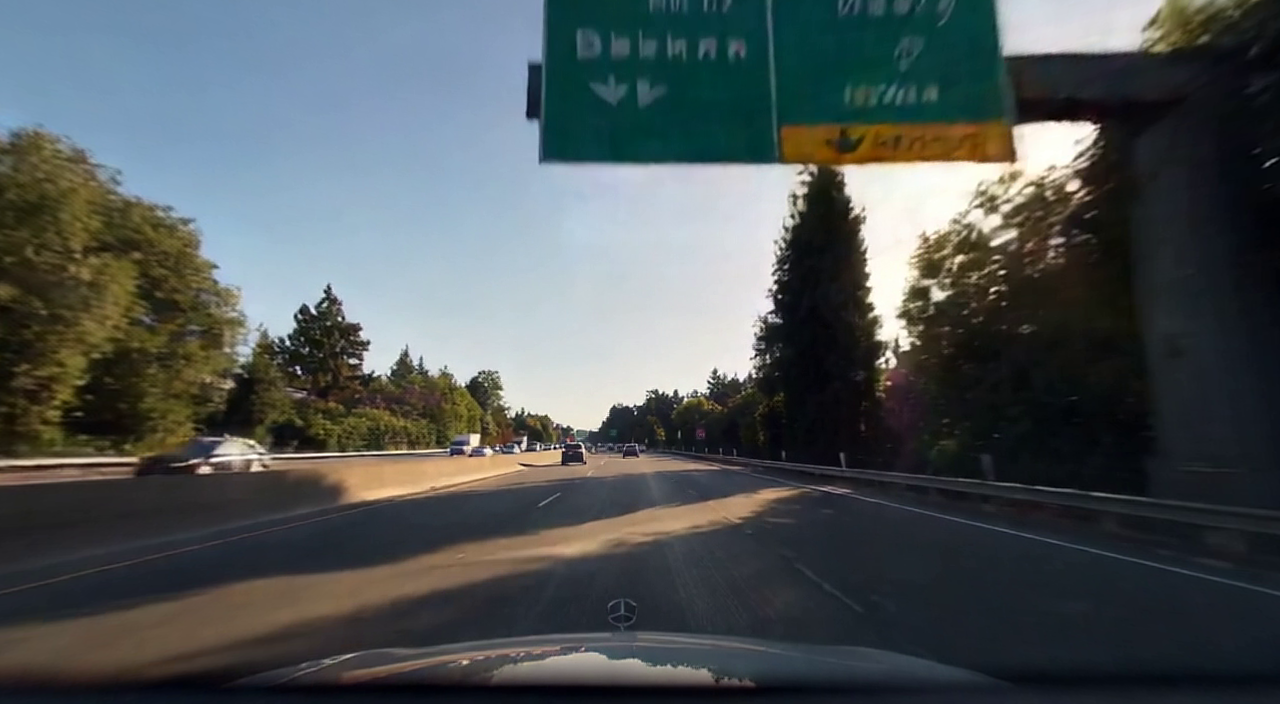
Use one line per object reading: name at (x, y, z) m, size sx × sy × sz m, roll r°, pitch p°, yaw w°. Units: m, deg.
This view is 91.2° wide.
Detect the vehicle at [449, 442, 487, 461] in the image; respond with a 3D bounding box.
vehicle at (-13.580, 7.883, 49.674) m, size 1.906 × 1.474 × 4.062 m, roll 0°, pitch -9°, yaw 0°

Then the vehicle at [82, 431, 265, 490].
vehicle at (-12.967, 3.057, 17.854) m, size 1.962 × 1.459 × 4.239 m, roll 0°, pitch -9°, yaw -1°

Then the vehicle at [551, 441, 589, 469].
vehicle at (-4.512, 6.723, 41.064) m, size 2.098 × 1.692 × 4.038 m, roll 0°, pitch -9°, yaw -1°
